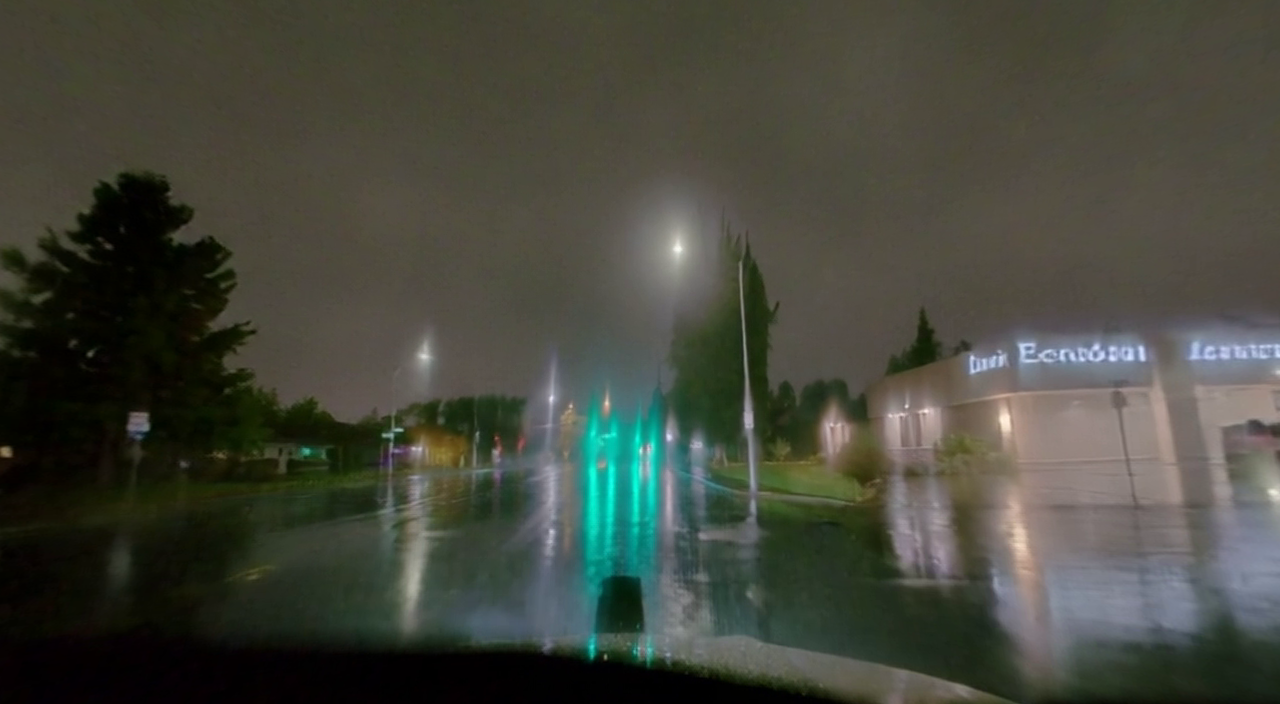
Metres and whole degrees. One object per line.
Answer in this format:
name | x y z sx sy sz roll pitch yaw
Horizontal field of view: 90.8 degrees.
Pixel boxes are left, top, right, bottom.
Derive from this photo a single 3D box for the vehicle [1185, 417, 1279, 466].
vehicle | 21.946 3.095 21.660 2.028 1.584 4.971 0 -9 0
